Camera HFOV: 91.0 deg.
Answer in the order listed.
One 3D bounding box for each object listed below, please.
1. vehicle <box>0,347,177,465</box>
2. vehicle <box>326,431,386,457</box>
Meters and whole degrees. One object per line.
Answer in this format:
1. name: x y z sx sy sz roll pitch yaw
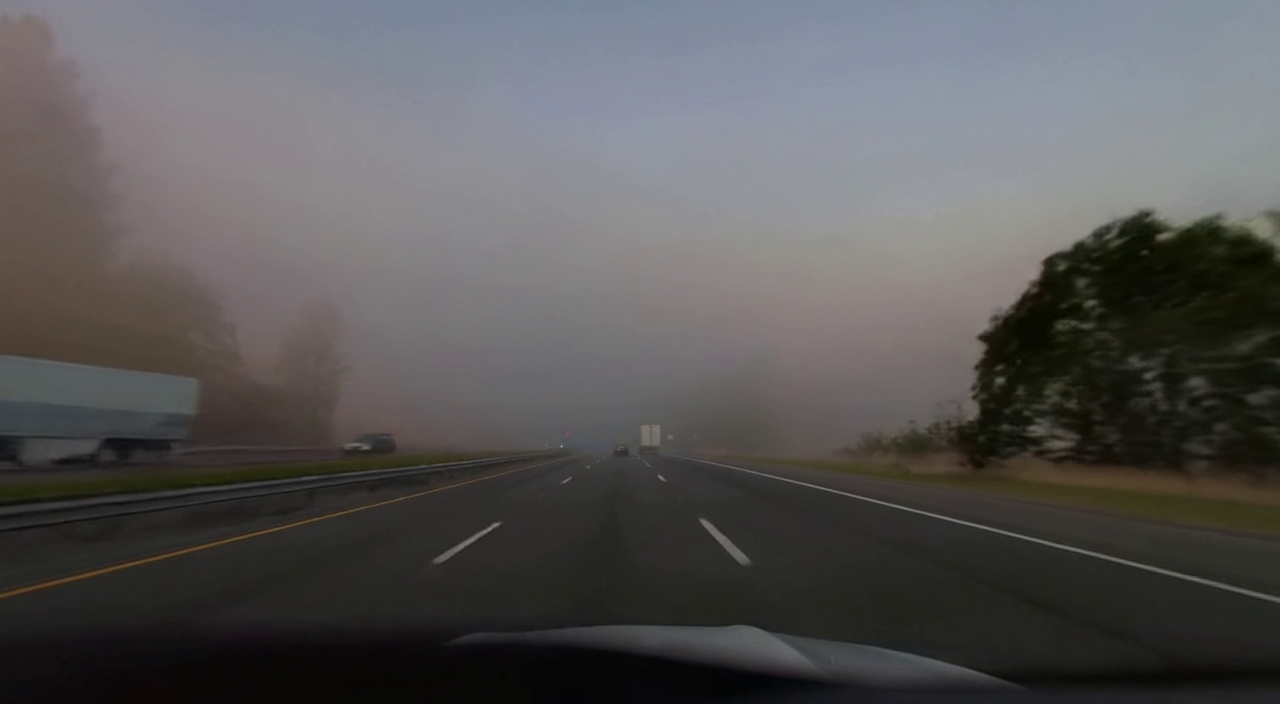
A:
1. vehicle: -24.701 2.229 24.493 3.152 4.196 13.755 0 -8 -1
2. vehicle: -17.110 5.582 38.166 1.812 1.488 3.968 0 -8 -1
